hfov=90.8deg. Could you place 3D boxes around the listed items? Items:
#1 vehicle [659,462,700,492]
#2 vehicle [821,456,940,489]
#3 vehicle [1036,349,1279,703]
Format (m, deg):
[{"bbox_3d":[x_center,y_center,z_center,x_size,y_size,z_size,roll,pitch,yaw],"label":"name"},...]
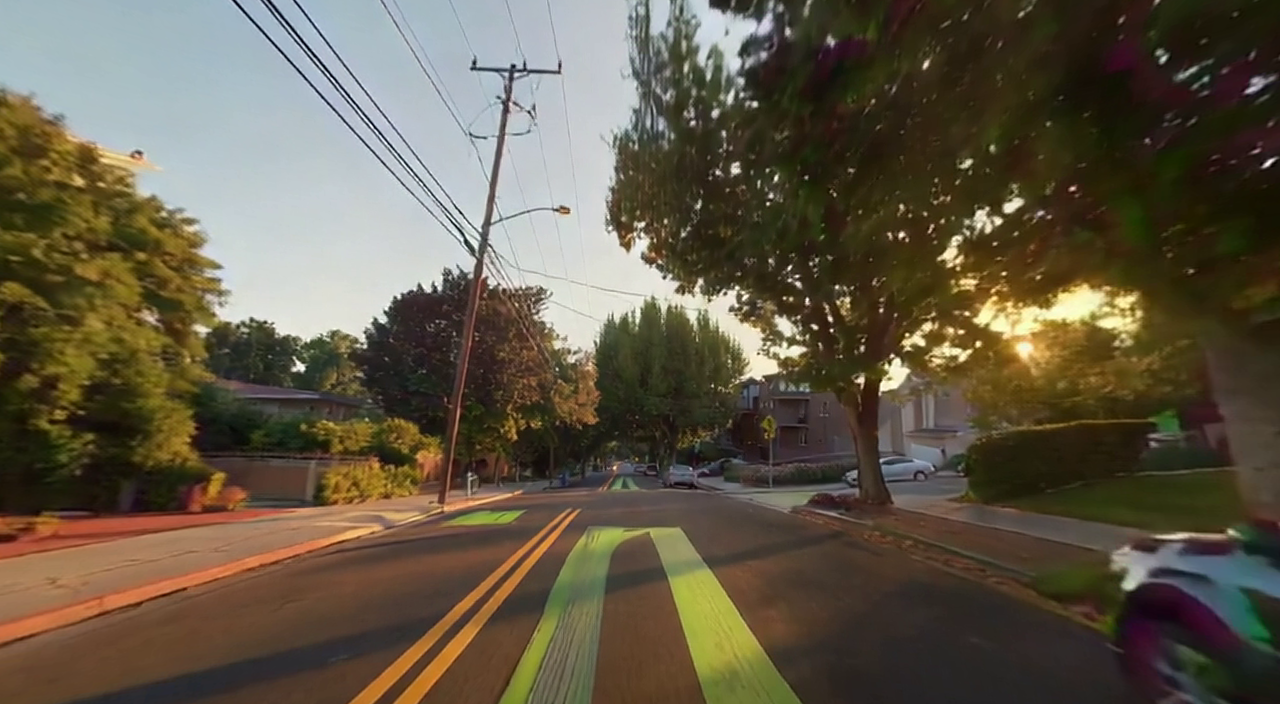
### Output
[{"bbox_3d":[2.310,7.503,38.298,1.989,1.545,5.423,1,-9,-2],"label":"vehicle"},{"bbox_3d":[11.375,5.746,30.108,4.809,1.494,1.940,1,-12,-4],"label":"vehicle"},{"bbox_3d":[3.437,0.721,1.334,2.097,1.742,4.789,0,-9,0],"label":"vehicle"}]
